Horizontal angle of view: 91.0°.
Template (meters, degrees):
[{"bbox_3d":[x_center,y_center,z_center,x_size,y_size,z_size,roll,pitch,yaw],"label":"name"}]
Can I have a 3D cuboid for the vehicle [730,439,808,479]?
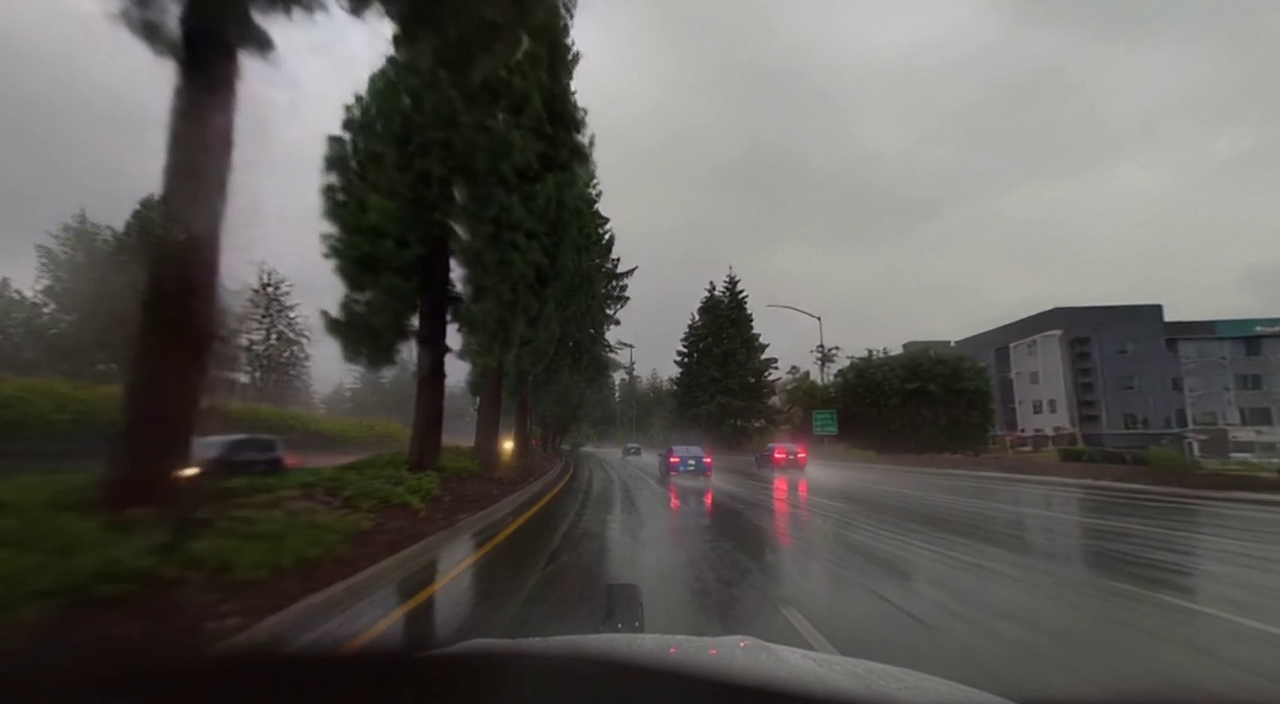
[{"bbox_3d":[5.130,4.299,25.660,1.901,1.474,4.363,1,-8,-5],"label":"vehicle"}]

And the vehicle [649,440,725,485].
[{"bbox_3d":[1.597,3.952,22.884,2.077,1.464,4.134,1,-8,-5],"label":"vehicle"}]

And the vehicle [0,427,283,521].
[{"bbox_3d":[-9.472,2.287,12.431,2.149,1.477,4.783,0,-8,-2],"label":"vehicle"}]
